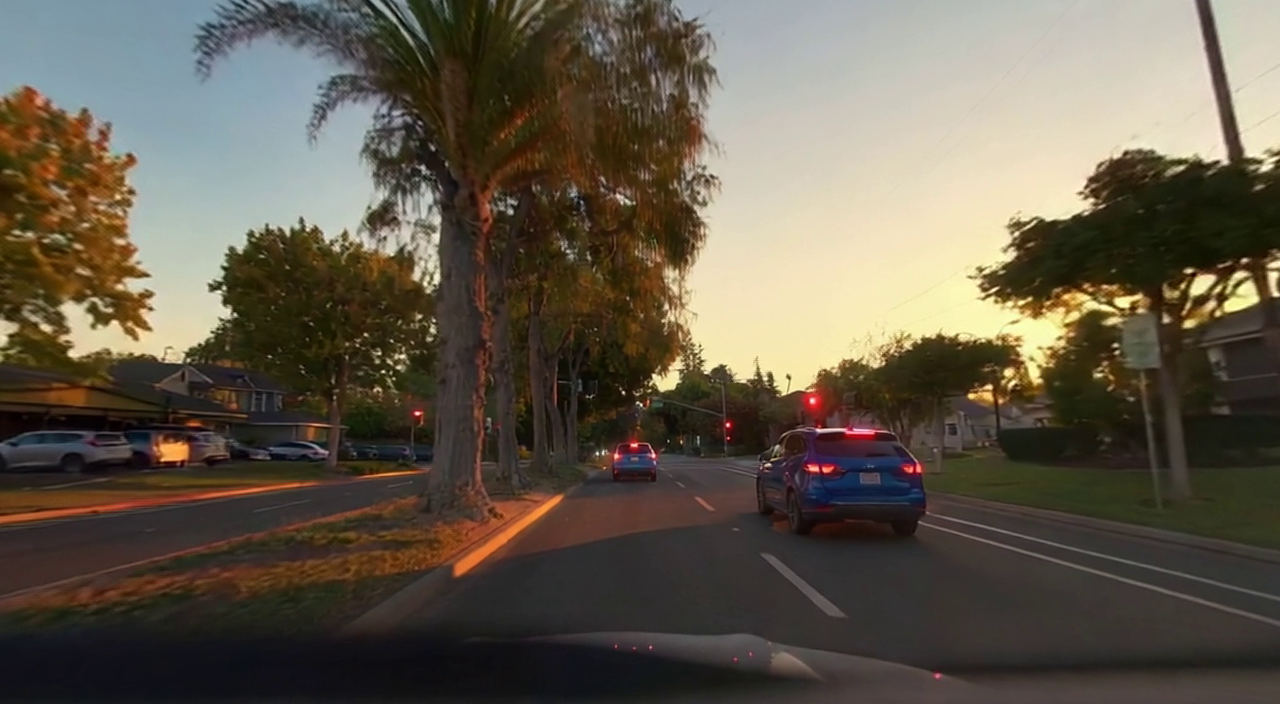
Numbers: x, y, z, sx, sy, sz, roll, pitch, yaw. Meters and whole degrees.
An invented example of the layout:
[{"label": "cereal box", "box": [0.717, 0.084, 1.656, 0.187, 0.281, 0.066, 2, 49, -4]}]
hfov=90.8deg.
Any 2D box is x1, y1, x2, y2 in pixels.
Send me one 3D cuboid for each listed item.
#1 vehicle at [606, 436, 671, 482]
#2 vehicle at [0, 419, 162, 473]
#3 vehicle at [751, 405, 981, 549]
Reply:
[{"label": "vehicle", "box": [-0.069, 3.954, 23.587, 2.177, 1.512, 4.682, 0, -9, 0]}, {"label": "vehicle", "box": [-23.896, 3.939, 26.230, 5.937, 1.952, 2.684, -2, -9, 2]}, {"label": "vehicle", "box": [3.190, 1.879, 10.074, 2.046, 1.768, 4.370, 0, -9, 0]}]
